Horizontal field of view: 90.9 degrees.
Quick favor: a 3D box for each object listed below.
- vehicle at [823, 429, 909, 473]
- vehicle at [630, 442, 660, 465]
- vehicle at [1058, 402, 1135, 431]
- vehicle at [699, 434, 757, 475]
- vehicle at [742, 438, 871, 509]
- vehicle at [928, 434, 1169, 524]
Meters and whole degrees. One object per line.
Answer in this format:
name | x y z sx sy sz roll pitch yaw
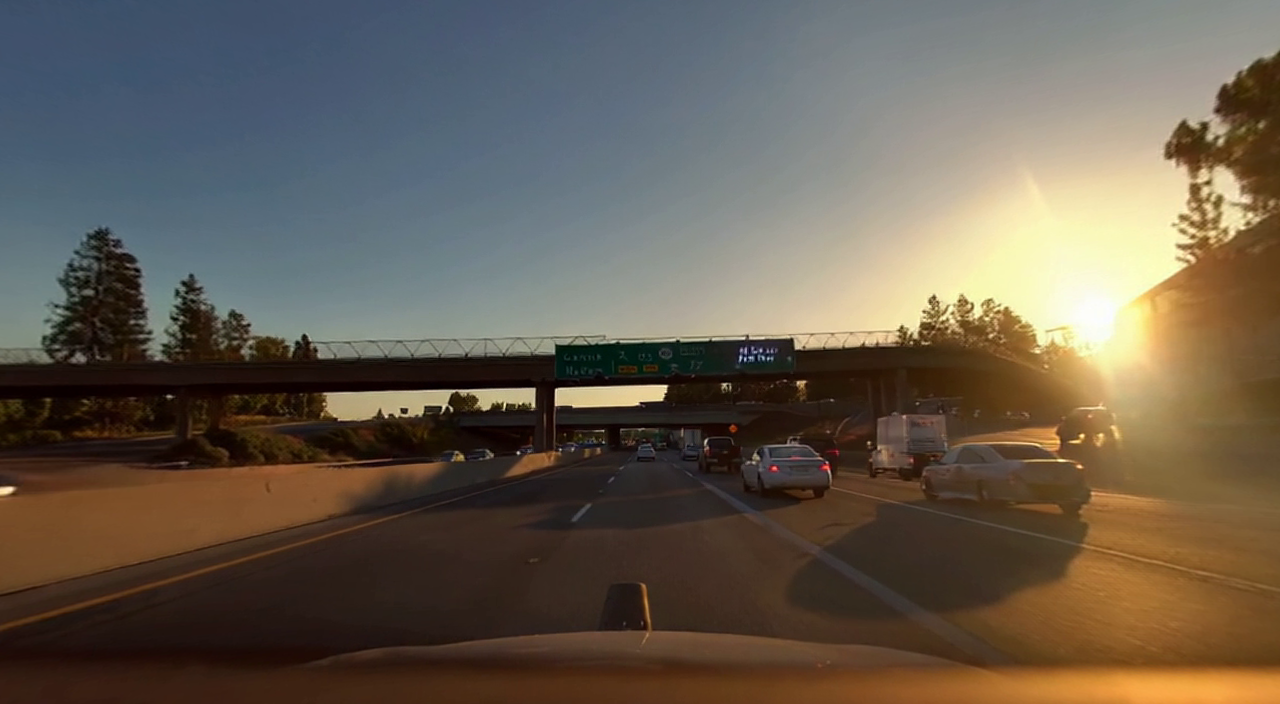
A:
vehicle | 11.158 4.948 31.694 2.193 2.025 5.606 0 -8 0
vehicle | 0.368 7.613 47.609 2.124 1.639 4.122 0 -8 0
vehicle | 33.083 4.760 45.906 2.131 1.840 4.870 -1 -8 4
vehicle | 4.286 5.068 31.408 2.086 1.858 4.737 0 -8 -1
vehicle | 3.858 2.892 15.537 1.902 1.481 4.451 0 -8 -1
vehicle | 7.792 2.424 12.678 1.919 1.476 4.303 0 -8 -1
